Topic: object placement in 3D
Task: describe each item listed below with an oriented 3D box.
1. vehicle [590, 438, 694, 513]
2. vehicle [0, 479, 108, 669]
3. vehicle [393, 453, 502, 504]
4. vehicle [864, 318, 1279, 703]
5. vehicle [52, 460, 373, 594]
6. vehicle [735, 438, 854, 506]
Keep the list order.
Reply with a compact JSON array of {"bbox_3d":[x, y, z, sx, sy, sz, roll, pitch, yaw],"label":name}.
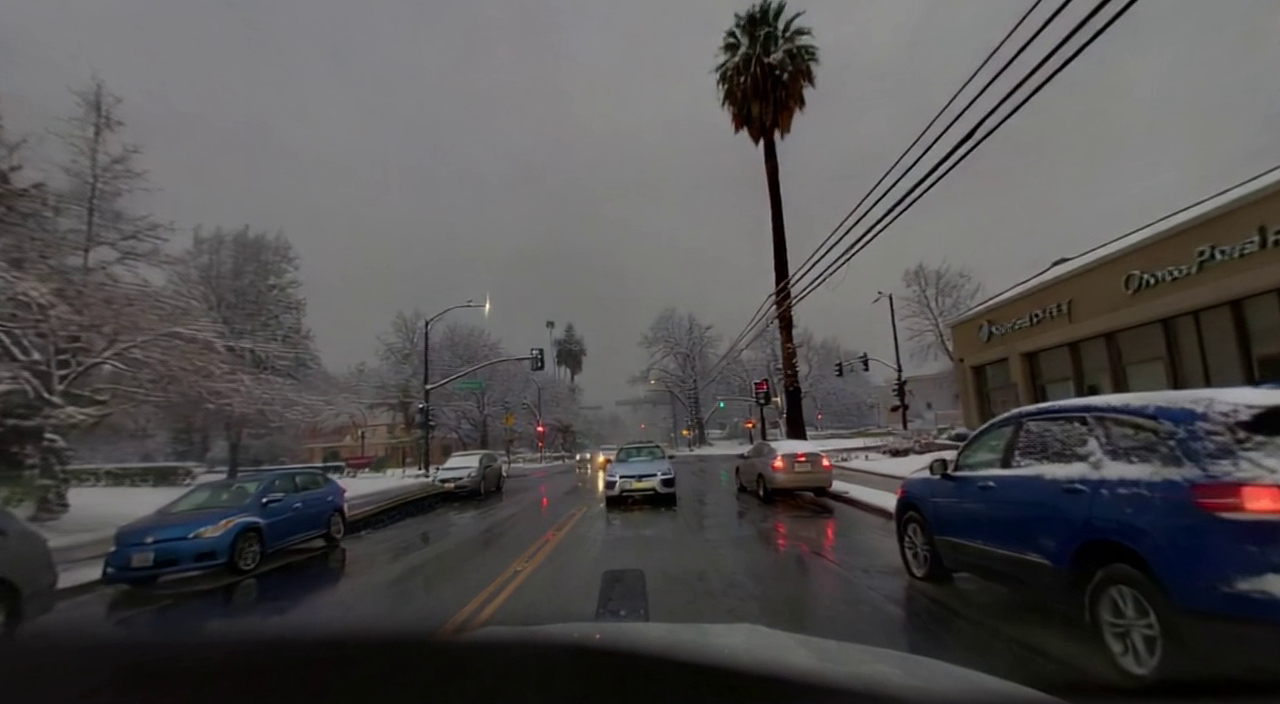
[{"bbox_3d":[0.025,2.763,14.632,2.060,1.452,4.078,0,-8,-1],"label":"vehicle"},{"bbox_3d":[-6.162,1.622,3.727,1.874,1.472,4.668,0,-8,2],"label":"vehicle"},{"bbox_3d":[-6.319,4.189,21.338,2.105,1.469,4.693,0,-8,1],"label":"vehicle"},{"bbox_3d":[3.654,1.102,4.778,2.099,1.786,5.198,0,-8,1],"label":"vehicle"},{"bbox_3d":[-6.120,2.506,9.887,1.850,1.482,4.454,0,-8,1],"label":"vehicle"},{"bbox_3d":[3.645,2.901,15.756,1.821,1.417,4.454,0,-8,0],"label":"vehicle"}]
